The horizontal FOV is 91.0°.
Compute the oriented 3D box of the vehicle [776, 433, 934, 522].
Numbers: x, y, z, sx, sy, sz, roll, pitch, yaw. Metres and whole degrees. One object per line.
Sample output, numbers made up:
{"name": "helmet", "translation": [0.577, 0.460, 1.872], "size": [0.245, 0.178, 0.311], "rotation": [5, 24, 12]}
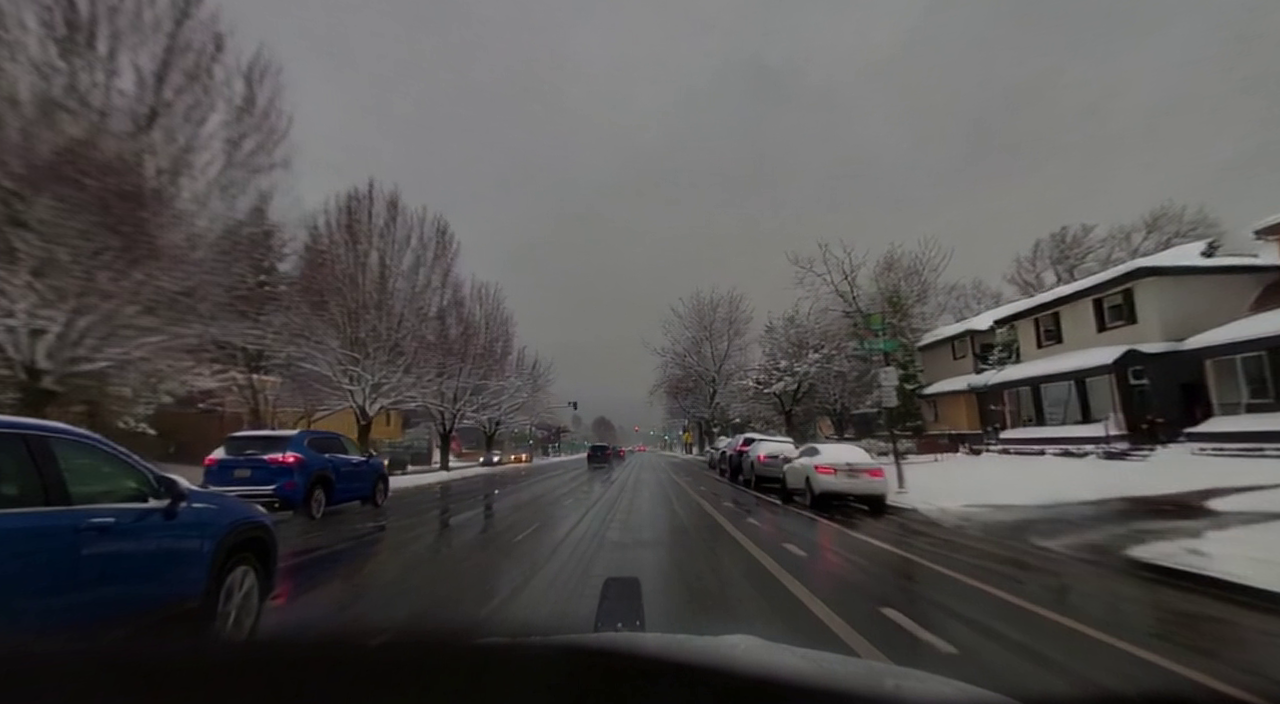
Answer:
{"name": "vehicle", "translation": [4.599, 2.751, 14.318], "size": [1.950, 1.668, 4.414], "rotation": [1, -9, -1]}

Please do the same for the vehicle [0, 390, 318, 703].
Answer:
{"name": "vehicle", "translation": [-3.208, 0.843, 1.985], "size": [1.982, 1.478, 4.465], "rotation": [0, -9, 0]}
